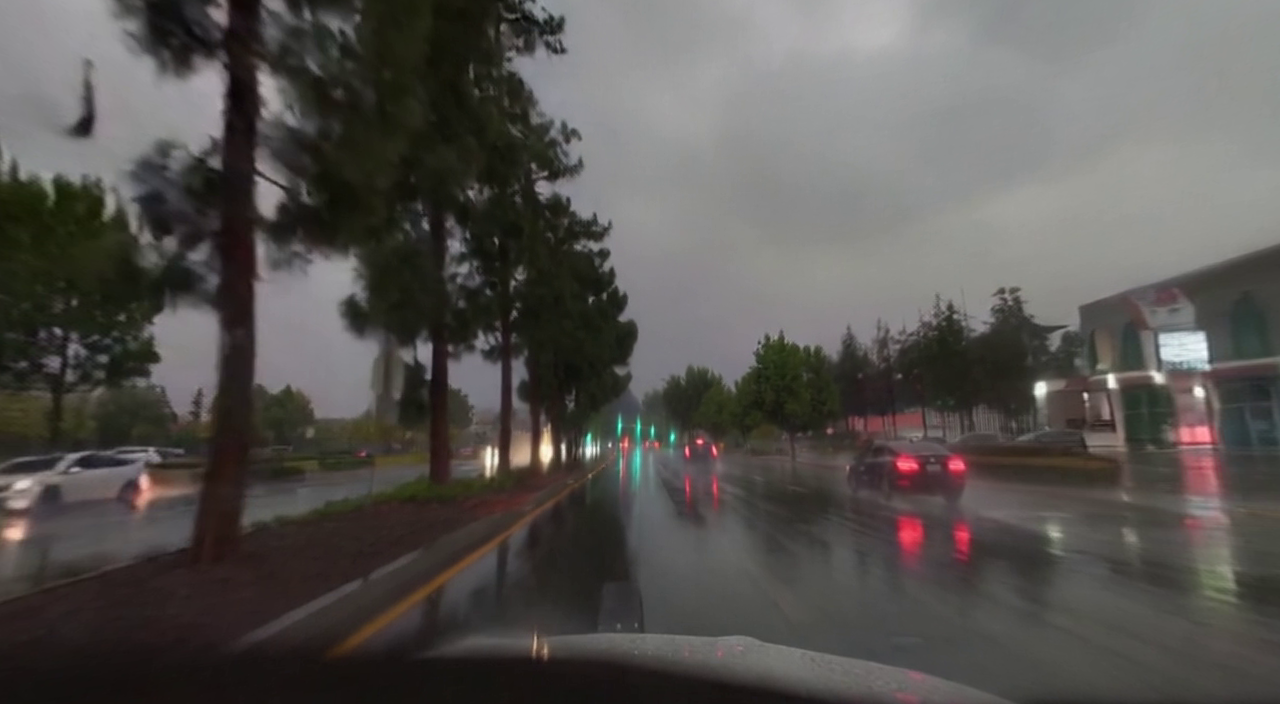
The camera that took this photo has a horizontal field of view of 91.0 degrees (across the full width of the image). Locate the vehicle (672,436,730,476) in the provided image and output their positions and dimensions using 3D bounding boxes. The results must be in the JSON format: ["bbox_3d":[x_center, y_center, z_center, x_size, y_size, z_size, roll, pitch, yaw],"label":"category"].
[{"bbox_3d":[2.697,4.740,28.847,2.161,1.676,4.151,1,-9,-1],"label":"vehicle"}]

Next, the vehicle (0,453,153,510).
[{"bbox_3d":[-17.983,3.945,19.677,1.851,1.480,4.501,0,-9,1],"label":"vehicle"}]

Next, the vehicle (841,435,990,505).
[{"bbox_3d":[6.852,2.965,16.223,1.886,1.528,4.169,1,-9,-1],"label":"vehicle"}]
